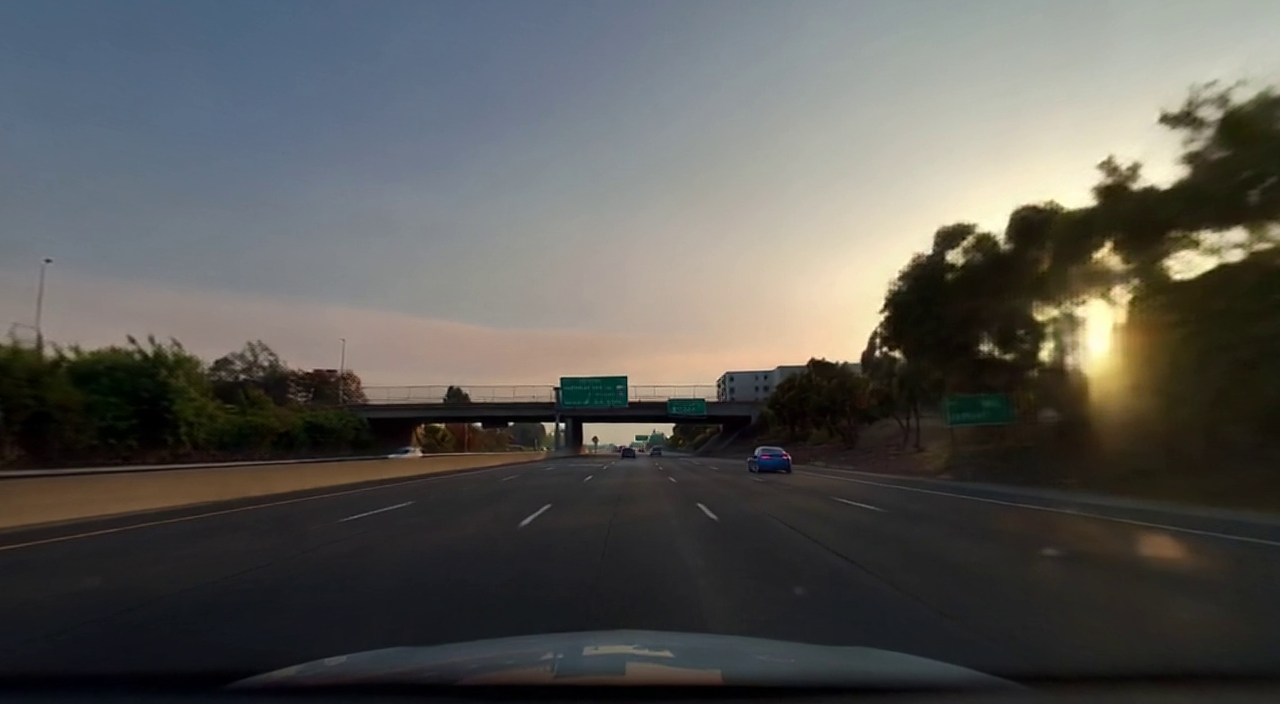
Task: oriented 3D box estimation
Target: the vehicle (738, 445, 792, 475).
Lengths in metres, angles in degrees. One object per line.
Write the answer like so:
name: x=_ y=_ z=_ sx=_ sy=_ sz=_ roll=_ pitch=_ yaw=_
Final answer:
vehicle: x=6.883 y=5.969 z=35.188 sx=1.958 sy=1.498 sz=4.447 roll=0 pitch=-8 yaw=-2
